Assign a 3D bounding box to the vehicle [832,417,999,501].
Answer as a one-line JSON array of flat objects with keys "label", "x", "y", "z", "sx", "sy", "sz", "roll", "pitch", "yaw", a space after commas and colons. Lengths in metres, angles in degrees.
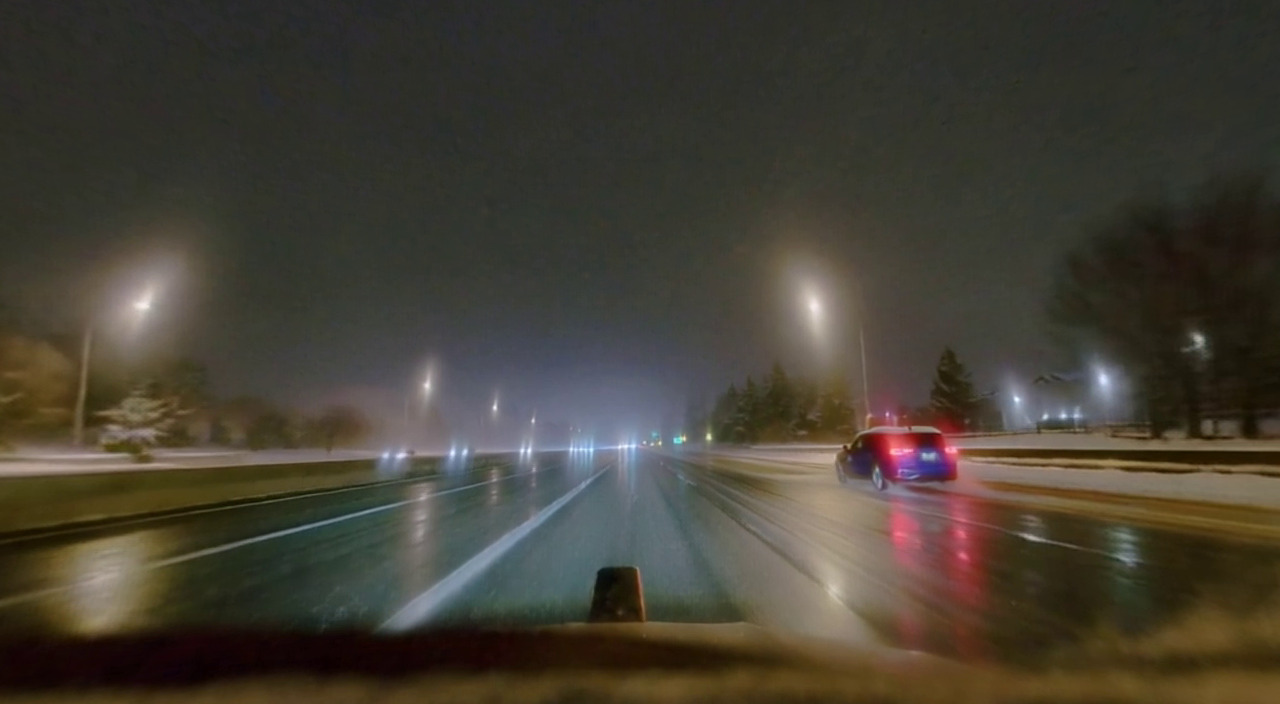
[{"label": "vehicle", "x": 7.005, "y": 2.789, "z": 16.767, "sx": 2.222, "sy": 1.899, "sz": 4.595, "roll": 0, "pitch": -8, "yaw": -1}]
